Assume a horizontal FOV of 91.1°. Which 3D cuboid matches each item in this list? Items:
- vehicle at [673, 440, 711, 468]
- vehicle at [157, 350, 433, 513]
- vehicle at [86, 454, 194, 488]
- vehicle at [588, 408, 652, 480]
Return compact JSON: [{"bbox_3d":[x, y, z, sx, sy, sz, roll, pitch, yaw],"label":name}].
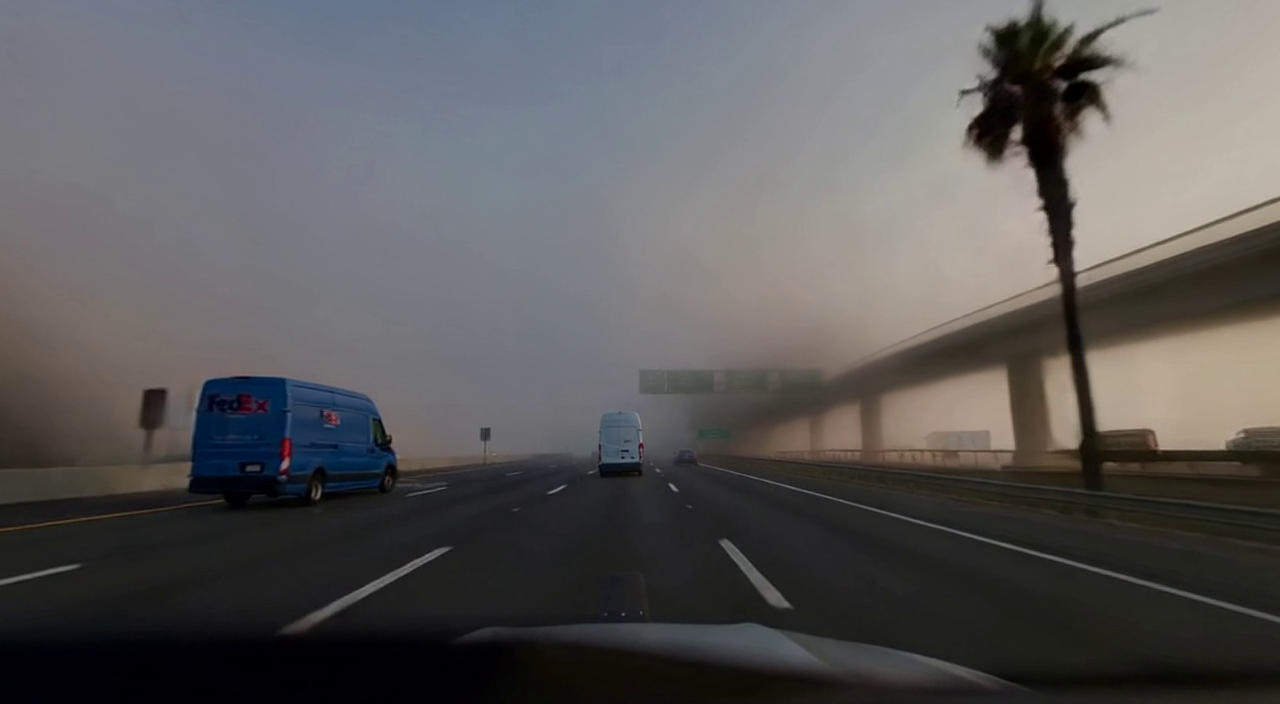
[{"bbox_3d":[3.226,6.418,39.668,1.987,1.648,3.984,0,-9,-1],"label":"vehicle"},{"bbox_3d":[-7.948,2.119,15.991,2.965,3.178,7.188,0,-9,-1],"label":"vehicle"},{"bbox_3d":[-25.122,5.948,31.763,1.810,1.532,4.375,0,-9,0],"label":"vehicle"},{"bbox_3d":[-0.743,4.013,27.300,2.476,2.776,5.598,0,-9,1],"label":"vehicle"}]
